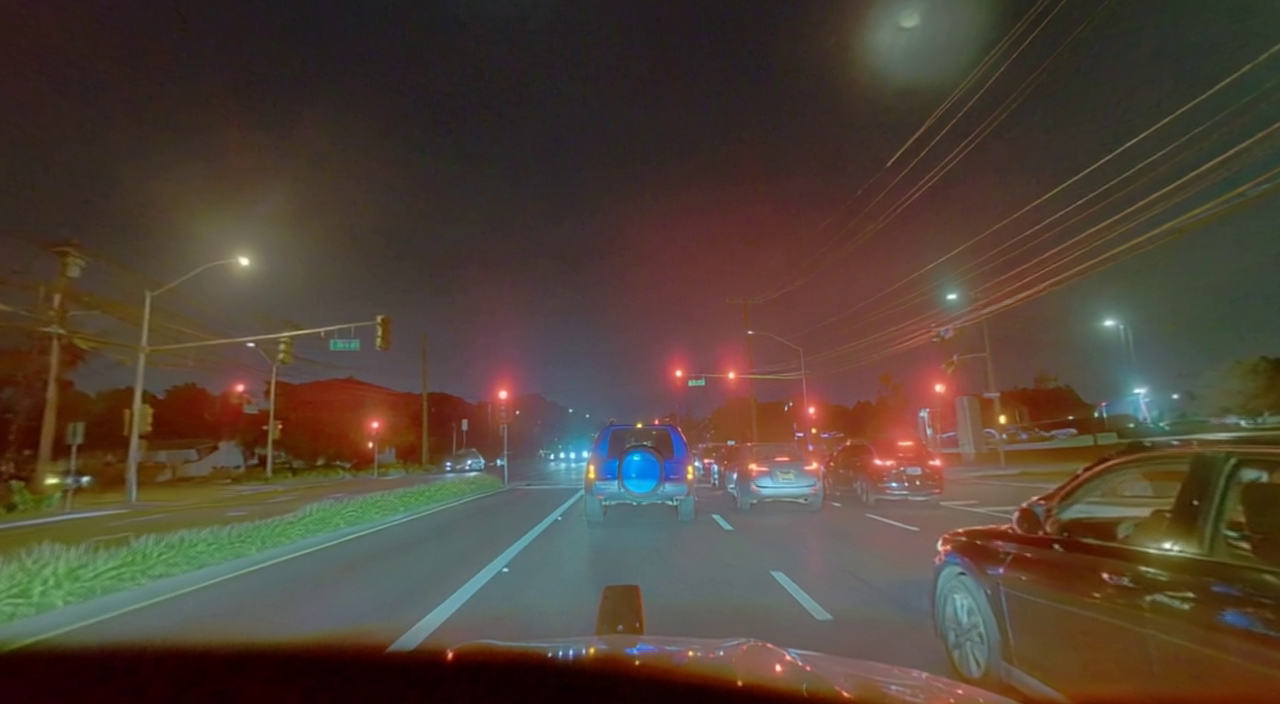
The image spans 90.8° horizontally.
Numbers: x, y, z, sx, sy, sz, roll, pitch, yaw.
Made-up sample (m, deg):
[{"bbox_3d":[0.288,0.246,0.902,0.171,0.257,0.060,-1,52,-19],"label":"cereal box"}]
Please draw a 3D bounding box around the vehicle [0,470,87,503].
[{"bbox_3d":[-33.329,7.281,34.339,4.550,1.601,1.766,1,-9,-7],"label":"vehicle"}]

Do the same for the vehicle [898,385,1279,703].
[{"bbox_3d":[2.756,0.872,2.047,2.004,1.460,4.297,0,-9,0],"label":"vehicle"}]

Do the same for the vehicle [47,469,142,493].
[{"bbox_3d":[-38.047,9.018,44.158,4.569,1.505,1.992,1,-9,-5],"label":"vehicle"}]

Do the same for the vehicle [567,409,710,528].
[{"bbox_3d":[-0.052,2.206,12.443,2.236,1.856,4.816,0,-9,-1],"label":"vehicle"}]

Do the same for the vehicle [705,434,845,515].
[{"bbox_3d":[2.739,2.606,13.980,2.025,1.477,4.333,0,-9,-2],"label":"vehicle"}]
